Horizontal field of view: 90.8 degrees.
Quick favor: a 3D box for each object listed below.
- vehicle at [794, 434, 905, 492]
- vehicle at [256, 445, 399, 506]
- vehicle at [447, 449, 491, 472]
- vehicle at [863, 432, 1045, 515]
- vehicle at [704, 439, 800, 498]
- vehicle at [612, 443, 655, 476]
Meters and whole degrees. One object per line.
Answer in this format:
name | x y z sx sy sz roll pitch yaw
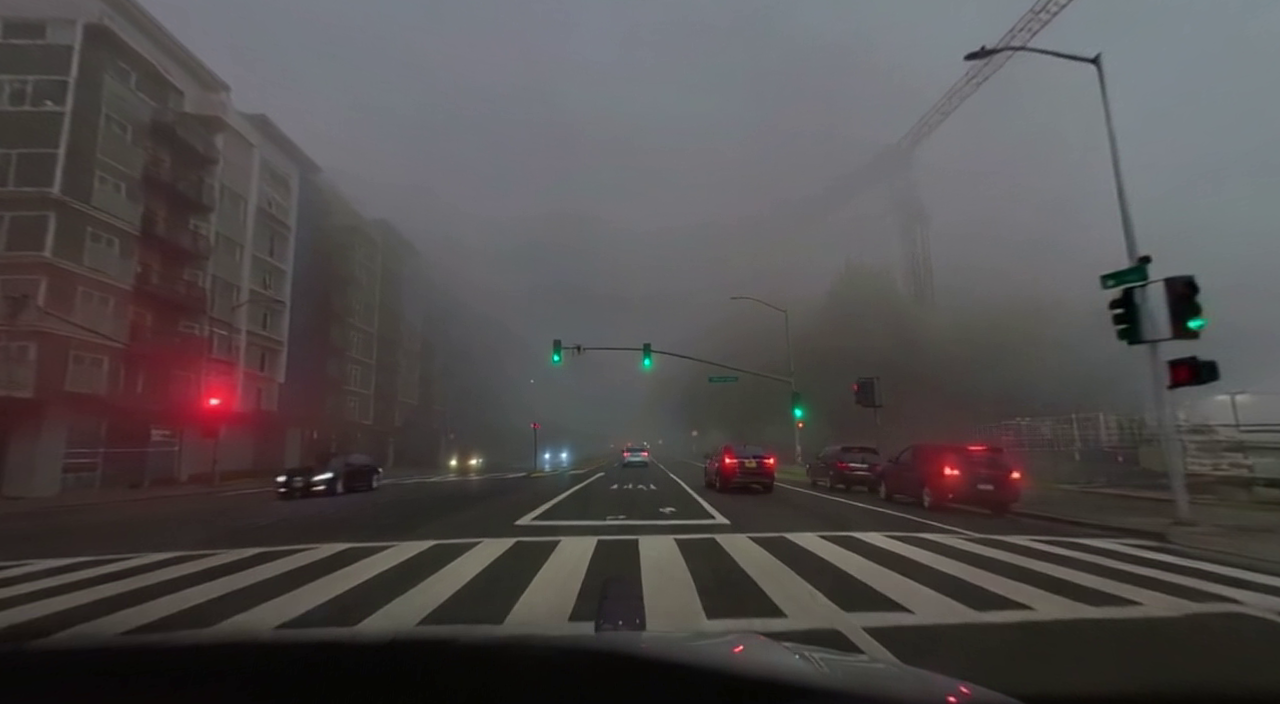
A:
vehicle | 7.268 3.906 22.535 2.067 1.805 4.875 0 -9 -3
vehicle | -8.674 3.442 18.041 1.902 1.503 4.240 0 -9 0
vehicle | -12.093 7.669 45.007 1.945 1.540 4.338 0 -9 0
vehicle | 7.358 2.874 15.473 2.031 1.708 4.567 0 -9 -1
vehicle | 3.085 3.294 18.238 1.910 1.474 4.003 0 -9 -2
vehicle | -0.317 5.198 30.740 2.006 1.487 3.535 0 -9 0
